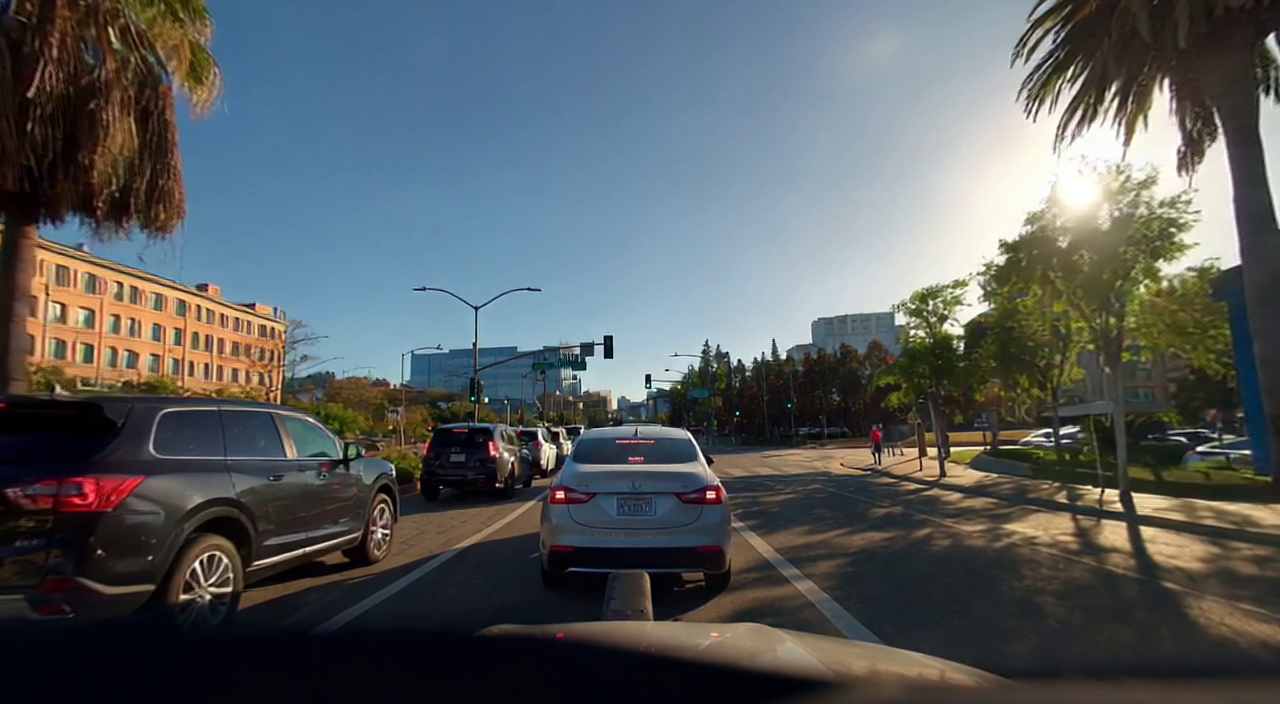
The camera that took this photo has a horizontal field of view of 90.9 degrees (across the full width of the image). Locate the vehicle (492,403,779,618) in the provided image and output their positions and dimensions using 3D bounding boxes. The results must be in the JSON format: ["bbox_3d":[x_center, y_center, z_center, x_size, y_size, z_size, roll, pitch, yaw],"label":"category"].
[{"bbox_3d":[-0.060,1.493,6.889,2.114,1.585,4.285,0,-8,-1],"label":"vehicle"}]

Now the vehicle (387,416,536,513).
[{"bbox_3d":[-3.464,2.267,13.116,1.840,1.684,4.041,0,-8,1],"label":"vehicle"}]

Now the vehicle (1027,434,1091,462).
[{"bbox_3d":[26.280,6.061,39.705,1.882,1.672,3.957,-2,-9,11],"label":"vehicle"}]

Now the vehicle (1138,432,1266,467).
[{"bbox_3d":[25.462,4.418,28.677,3.914,1.427,1.779,-2,-8,5],"label":"vehicle"}]

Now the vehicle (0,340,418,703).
[{"bbox_3d":[-3.533,1.124,5.091,1.914,1.741,4.398,0,-8,-1],"label":"vehicle"}]
